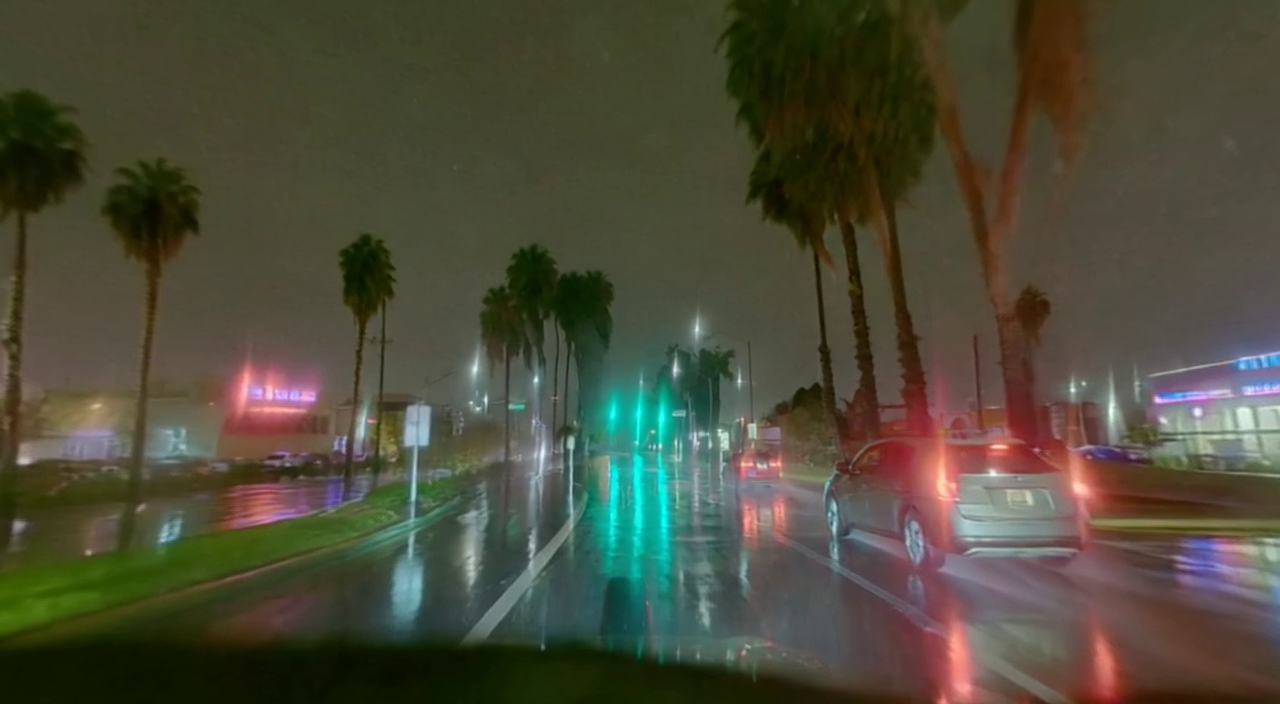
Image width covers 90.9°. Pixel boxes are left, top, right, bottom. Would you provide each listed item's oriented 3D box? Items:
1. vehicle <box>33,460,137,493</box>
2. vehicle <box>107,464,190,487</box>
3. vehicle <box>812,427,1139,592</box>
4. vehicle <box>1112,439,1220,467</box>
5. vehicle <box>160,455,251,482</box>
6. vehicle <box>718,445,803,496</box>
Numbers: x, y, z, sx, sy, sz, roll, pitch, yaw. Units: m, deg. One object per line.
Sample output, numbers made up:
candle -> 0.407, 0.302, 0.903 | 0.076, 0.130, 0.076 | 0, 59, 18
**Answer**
vehicle -> -33.690, 7.543, 38.357 | 4.422, 1.599, 2.087 | -4, -8, 1
vehicle -> -32.965, 8.265, 42.304 | 4.252, 1.419, 1.997 | -2, -9, 11
vehicle -> 3.722, 1.796, 8.048 | 1.931, 1.534, 4.126 | 0, -9, 1
vehicle -> 29.053, 5.574, 34.938 | 1.759, 1.440, 4.112 | 4, -9, -24
vehicle -> -31.491, 8.457, 45.781 | 4.978, 1.873, 2.164 | 0, -9, 0
vehicle -> 3.862, 3.867, 21.085 | 1.870, 1.467, 4.800 | 0, -9, 0
